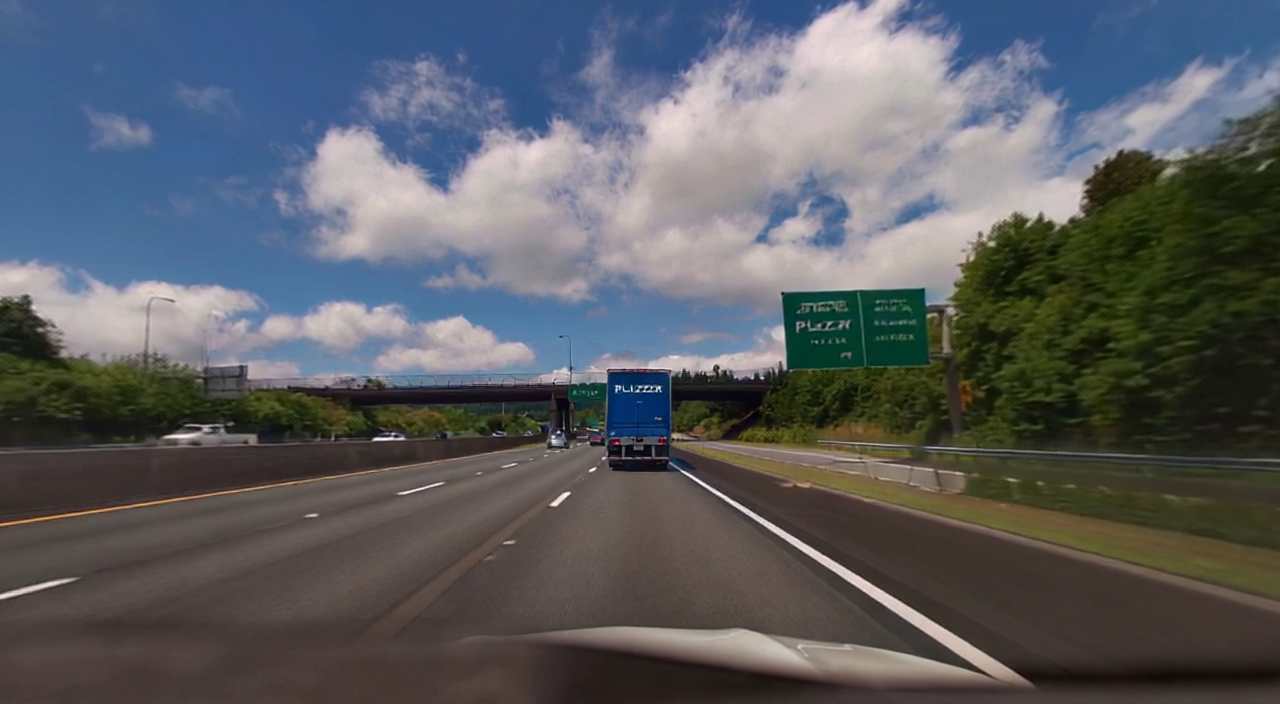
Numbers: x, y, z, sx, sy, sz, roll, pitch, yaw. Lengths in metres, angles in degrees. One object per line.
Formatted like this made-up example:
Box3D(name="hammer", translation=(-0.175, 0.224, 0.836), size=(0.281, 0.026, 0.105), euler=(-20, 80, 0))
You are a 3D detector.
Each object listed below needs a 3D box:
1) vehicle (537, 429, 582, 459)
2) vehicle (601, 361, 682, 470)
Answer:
Box3D(name="vehicle", translation=(-4.859, 5.604, 38.553), size=(2.198, 1.712, 4.655), euler=(0, -8, -1))
Box3D(name="vehicle", translation=(-0.130, 3.090, 28.788), size=(2.926, 3.959, 11.818), euler=(0, -8, -2))
